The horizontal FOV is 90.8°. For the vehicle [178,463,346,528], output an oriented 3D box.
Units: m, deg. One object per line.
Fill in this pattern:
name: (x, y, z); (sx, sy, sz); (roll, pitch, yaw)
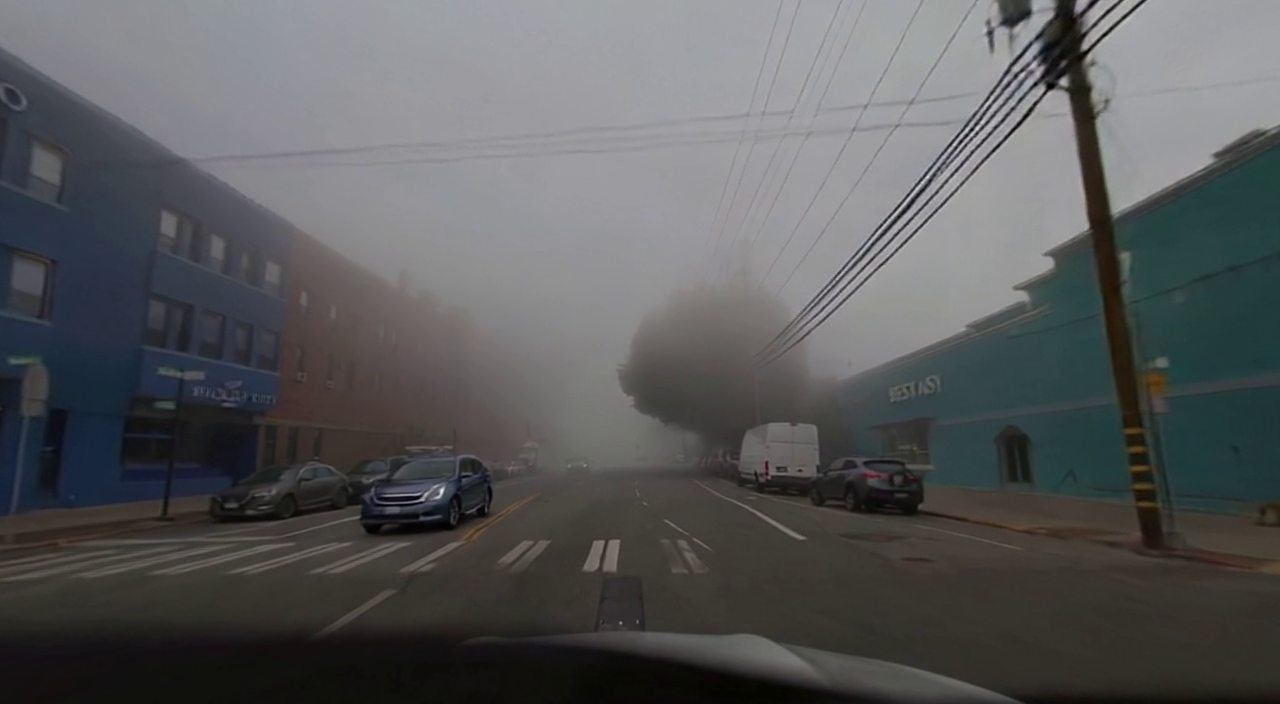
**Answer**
vehicle: (-10.226, 3.878, 17.578); (1.978, 1.452, 4.263); (0, -9, 1)

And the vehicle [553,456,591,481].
vehicle: (-4.417, 7.592, 41.542); (1.925, 1.479, 4.444); (0, -9, 1)

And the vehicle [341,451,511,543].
vehicle: (-4.069, 2.800, 12.880); (2.050, 1.505, 4.219); (0, -9, -1)

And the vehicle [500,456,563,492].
vehicle: (-4.979, 5.658, 29.631); (1.845, 1.469, 4.413); (-1, -9, 5)

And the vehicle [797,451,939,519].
vehicle: (6.278, 3.663, 18.041); (1.963, 1.646, 4.204); (1, -9, -9)

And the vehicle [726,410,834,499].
vehicle: (5.600, 4.304, 26.814); (2.815, 3.203, 7.558); (0, -9, 0)
